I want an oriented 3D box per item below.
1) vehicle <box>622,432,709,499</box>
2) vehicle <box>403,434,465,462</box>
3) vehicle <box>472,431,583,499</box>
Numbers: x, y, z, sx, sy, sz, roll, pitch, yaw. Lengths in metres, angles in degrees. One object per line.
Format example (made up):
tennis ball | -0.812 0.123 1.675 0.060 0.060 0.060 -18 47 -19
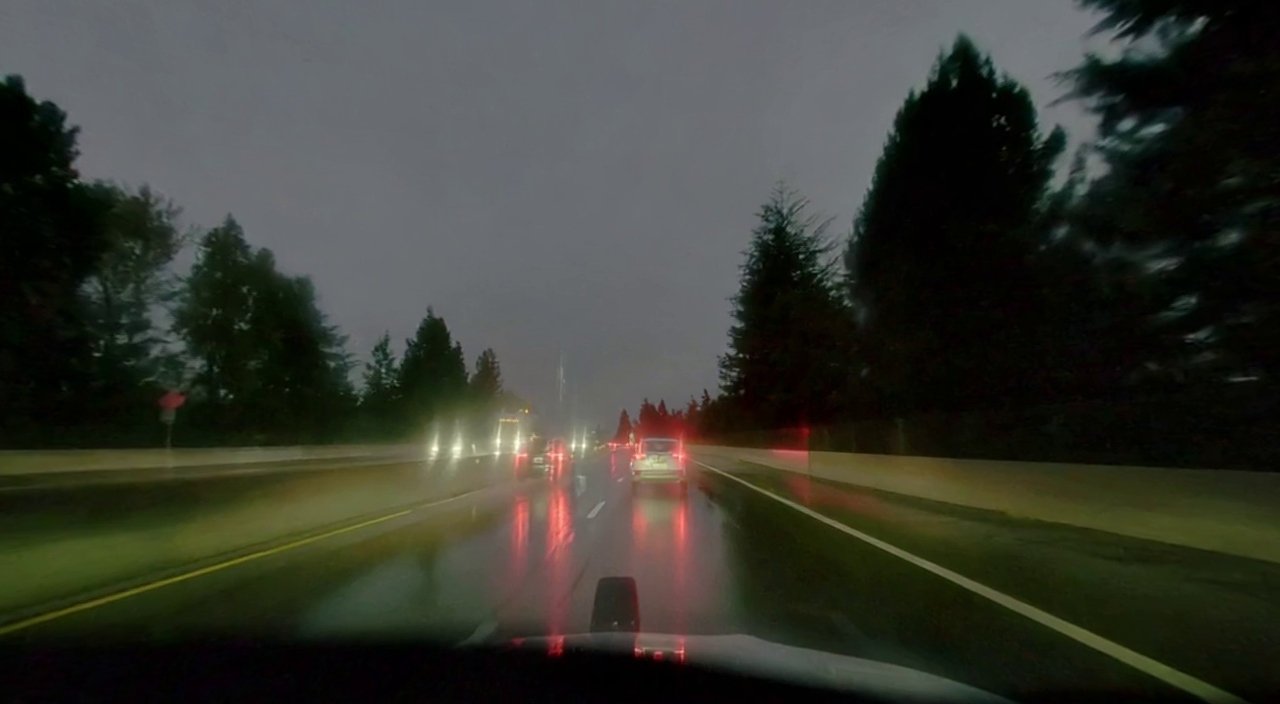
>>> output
vehicle | 0.604 3.053 17.453 2.055 1.566 5.046 -1 -8 0
vehicle | -12.040 5.639 37.113 2.079 1.509 4.441 -1 -8 1
vehicle | -2.841 2.971 16.966 2.178 1.559 4.254 -1 -8 0
